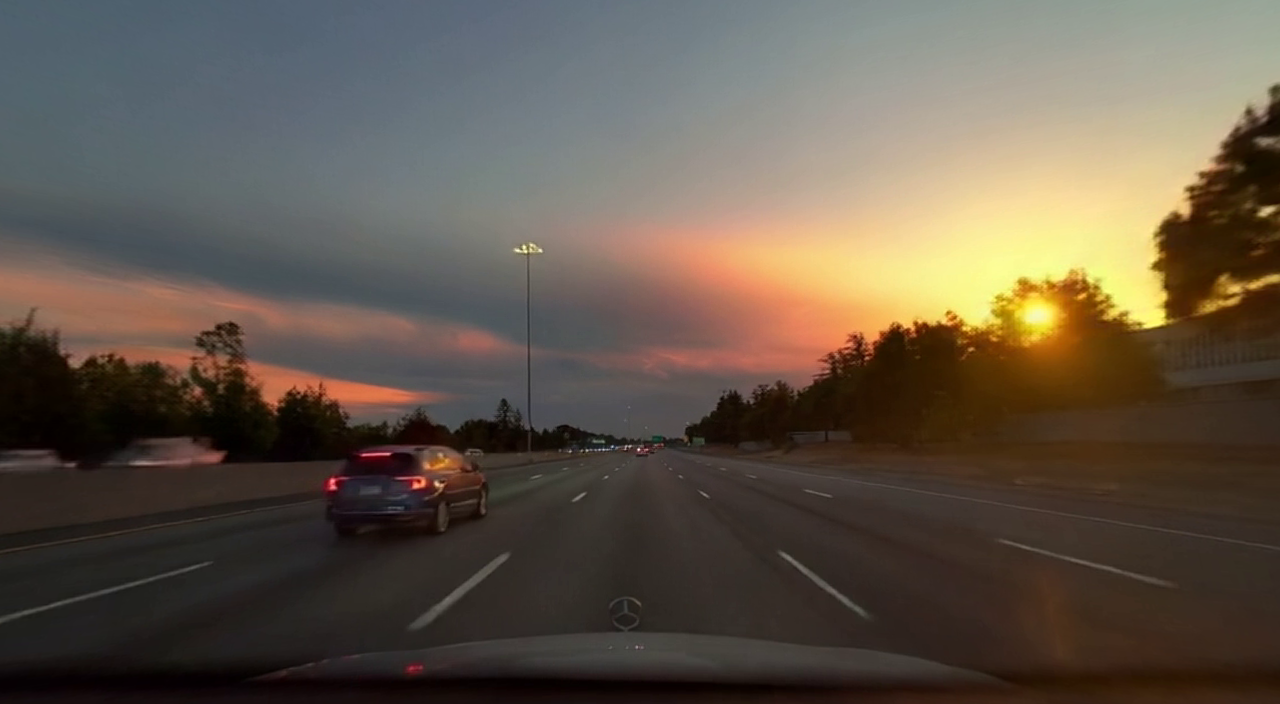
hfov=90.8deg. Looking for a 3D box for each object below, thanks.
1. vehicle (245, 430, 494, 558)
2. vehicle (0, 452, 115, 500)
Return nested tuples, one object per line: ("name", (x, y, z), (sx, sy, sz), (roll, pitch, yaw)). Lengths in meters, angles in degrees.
("vehicle", (-3.753, 2.041, 9.744), (1.979, 1.521, 4.147), (0, -9, 0))
("vehicle", (-24.381, 4.845, 25.028), (2.257, 1.687, 5.555), (0, -9, 1))
